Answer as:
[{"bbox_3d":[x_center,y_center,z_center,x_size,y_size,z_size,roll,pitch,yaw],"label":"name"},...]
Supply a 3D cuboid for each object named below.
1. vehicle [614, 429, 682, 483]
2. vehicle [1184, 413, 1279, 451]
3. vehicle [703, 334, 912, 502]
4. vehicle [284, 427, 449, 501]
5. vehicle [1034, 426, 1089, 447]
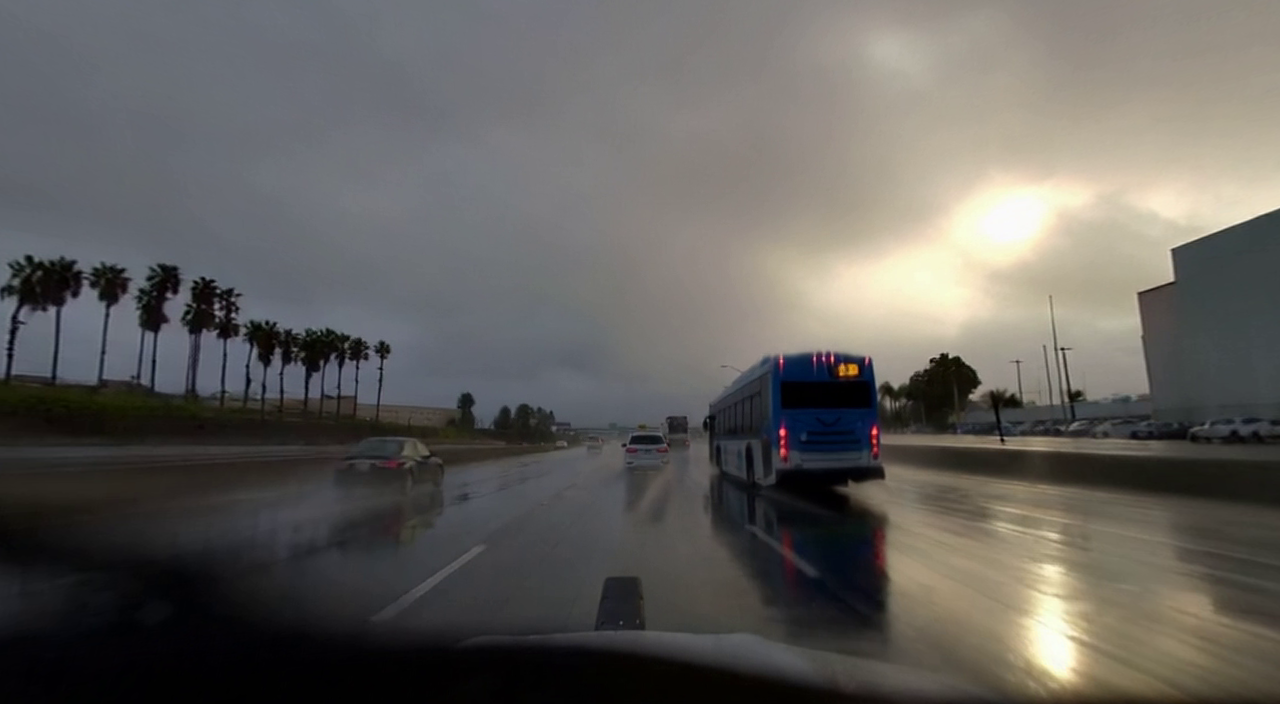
[{"bbox_3d":[0.302,3.801,23.263,2.268,1.796,4.280,0,-9,1],"label":"vehicle"},{"bbox_3d":[30.604,4.111,31.897,2.003,1.777,4.990,-1,-9,6],"label":"vehicle"},{"bbox_3d":[4.289,2.467,20.644,3.020,3.622,14.302,0,-9,0],"label":"vehicle"},{"bbox_3d":[-7.208,3.017,17.340,2.291,1.729,4.879,0,-9,1],"label":"vehicle"},{"bbox_3d":[32.749,6.625,49.084,1.795,1.481,3.986,-1,-9,5],"label":"vehicle"}]
